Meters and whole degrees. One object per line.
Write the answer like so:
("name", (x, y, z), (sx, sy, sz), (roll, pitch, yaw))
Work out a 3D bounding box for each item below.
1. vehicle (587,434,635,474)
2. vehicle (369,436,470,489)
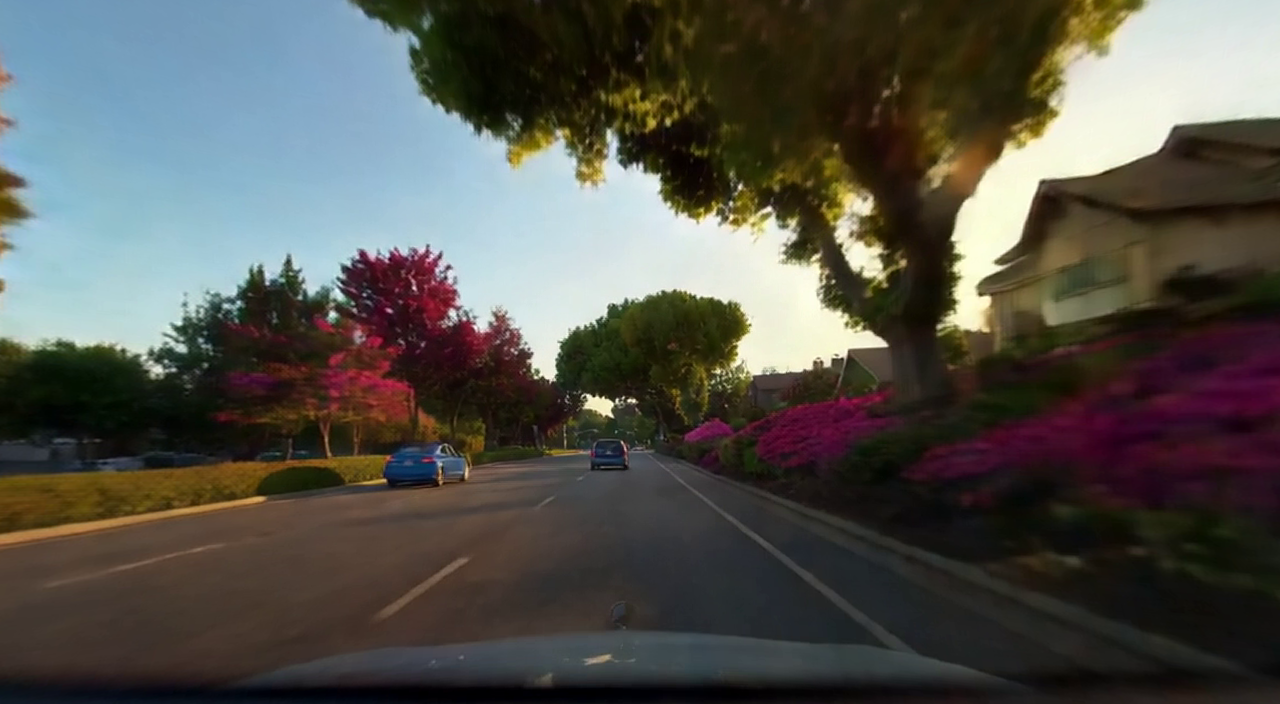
("vehicle", (-1.294, 4.883, 30.577), (2.070, 1.764, 4.552), (0, -8, 0))
("vehicle", (-7.717, 3.892, 22.641), (1.993, 1.657, 4.487), (0, -8, 0))
